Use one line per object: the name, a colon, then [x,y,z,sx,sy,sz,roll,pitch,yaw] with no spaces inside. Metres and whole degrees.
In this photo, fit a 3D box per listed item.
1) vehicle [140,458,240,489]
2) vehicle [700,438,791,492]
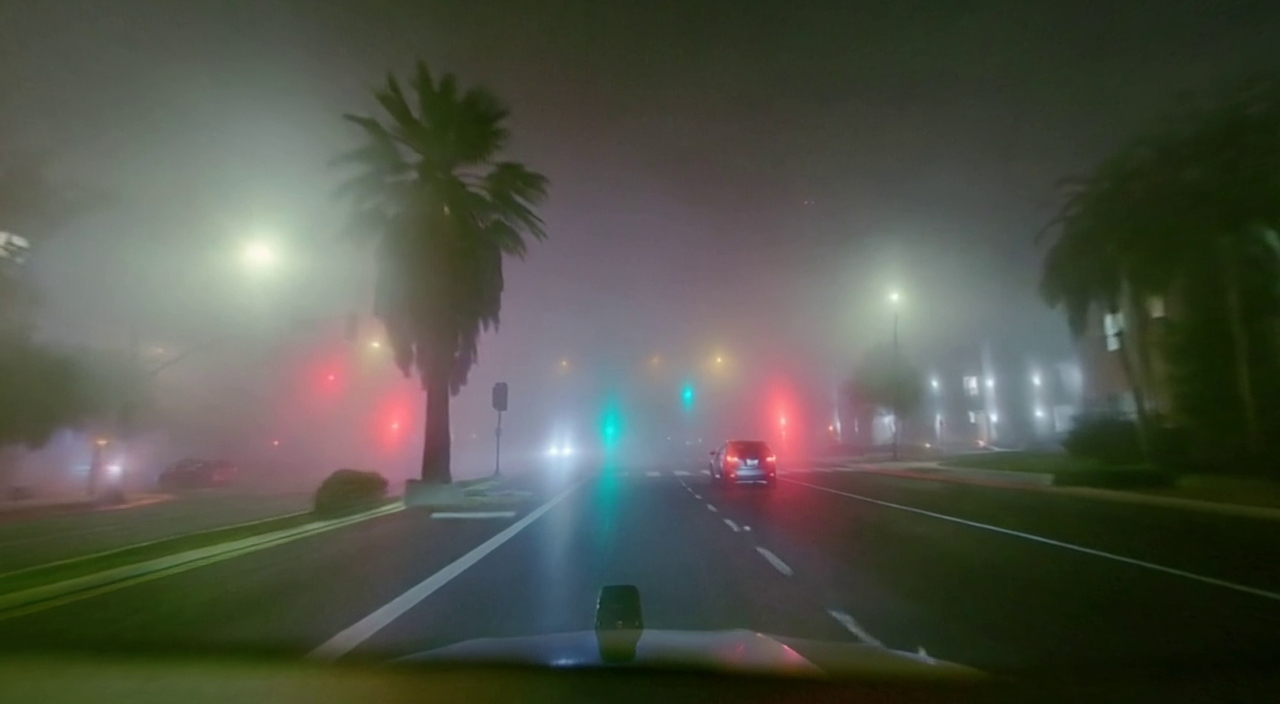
vehicle: [-26.778,7.218,37.669,4.558,1.718,2.151,-1,-8,9]
vehicle: [3.106,3.434,19.564,1.964,1.448,4.295,0,-8,-1]
